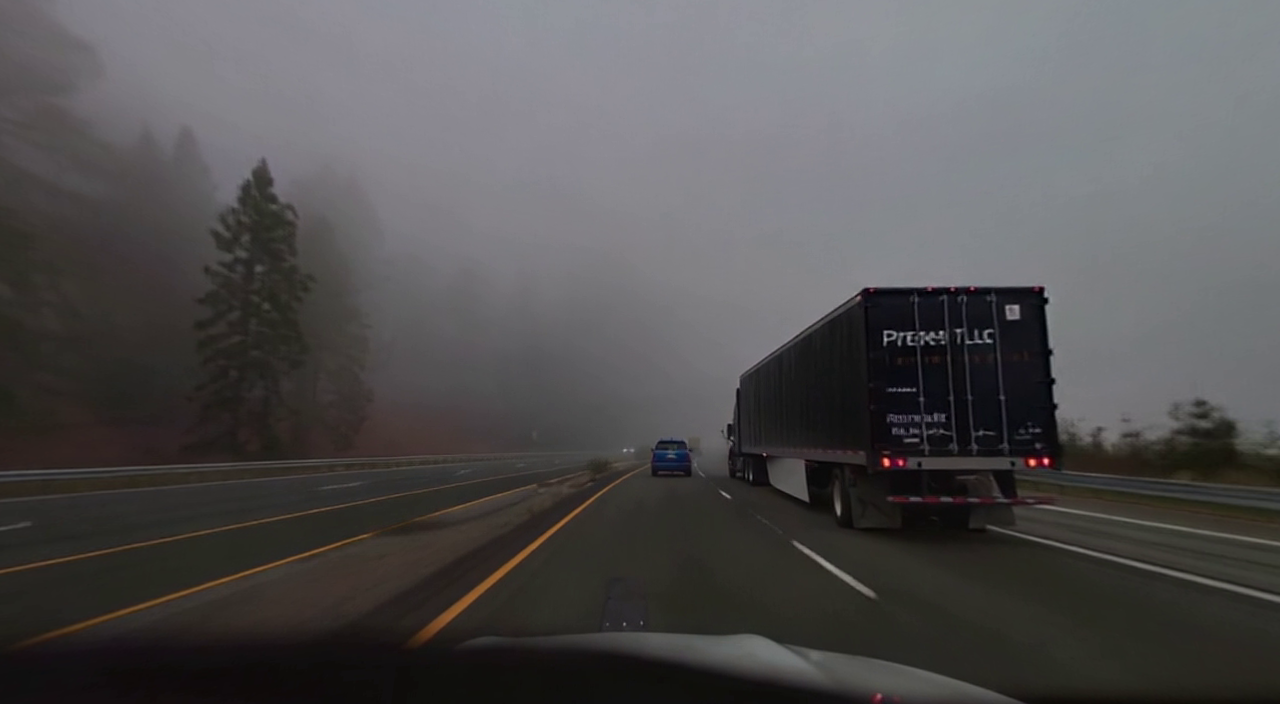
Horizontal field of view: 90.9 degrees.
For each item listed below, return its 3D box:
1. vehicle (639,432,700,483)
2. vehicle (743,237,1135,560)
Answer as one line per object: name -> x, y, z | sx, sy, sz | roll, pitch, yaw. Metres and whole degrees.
vehicle -> 1.204, 4.213, 25.416 | 2.222, 1.848, 4.610 | 0, -8, 3
vehicle -> 5.114, 1.742, 16.418 | 2.899, 4.160, 16.621 | 0, -8, 3
